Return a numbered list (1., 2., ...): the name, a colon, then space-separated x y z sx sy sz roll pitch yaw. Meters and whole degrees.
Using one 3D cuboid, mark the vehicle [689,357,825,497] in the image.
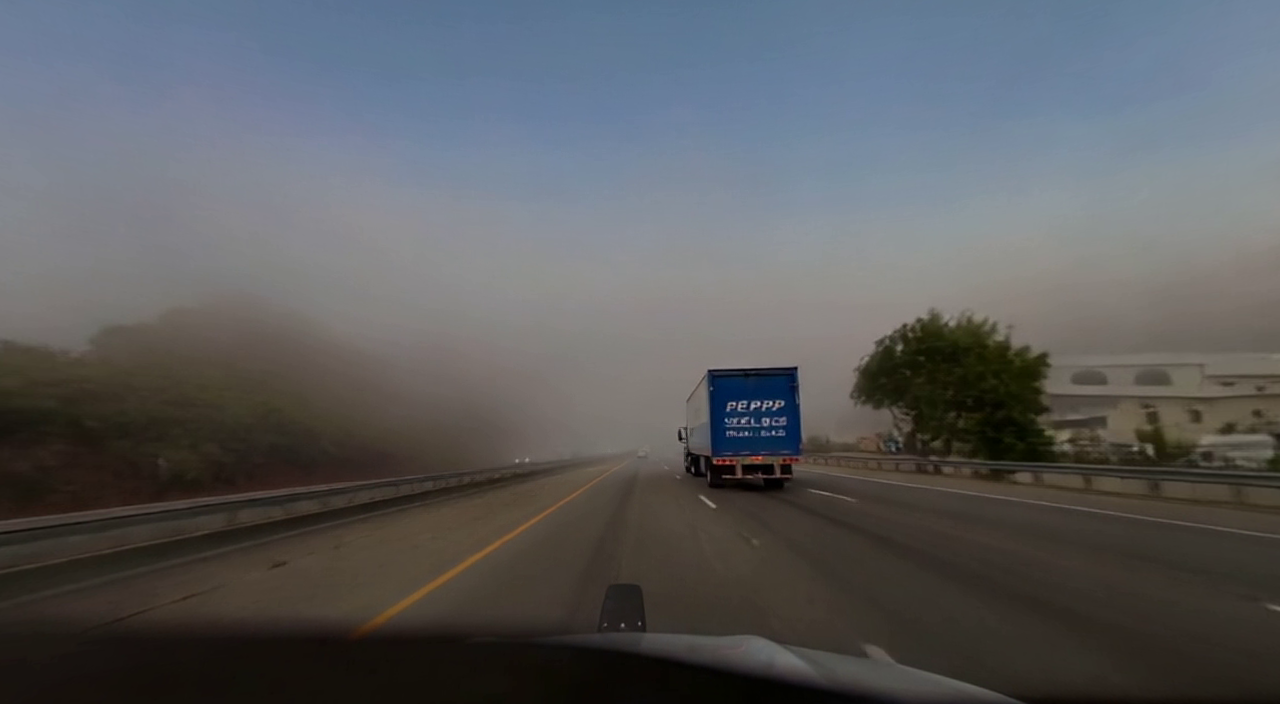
1. vehicle: 4.042 3.211 25.500 3.341 4.269 12.252 0 -9 1
